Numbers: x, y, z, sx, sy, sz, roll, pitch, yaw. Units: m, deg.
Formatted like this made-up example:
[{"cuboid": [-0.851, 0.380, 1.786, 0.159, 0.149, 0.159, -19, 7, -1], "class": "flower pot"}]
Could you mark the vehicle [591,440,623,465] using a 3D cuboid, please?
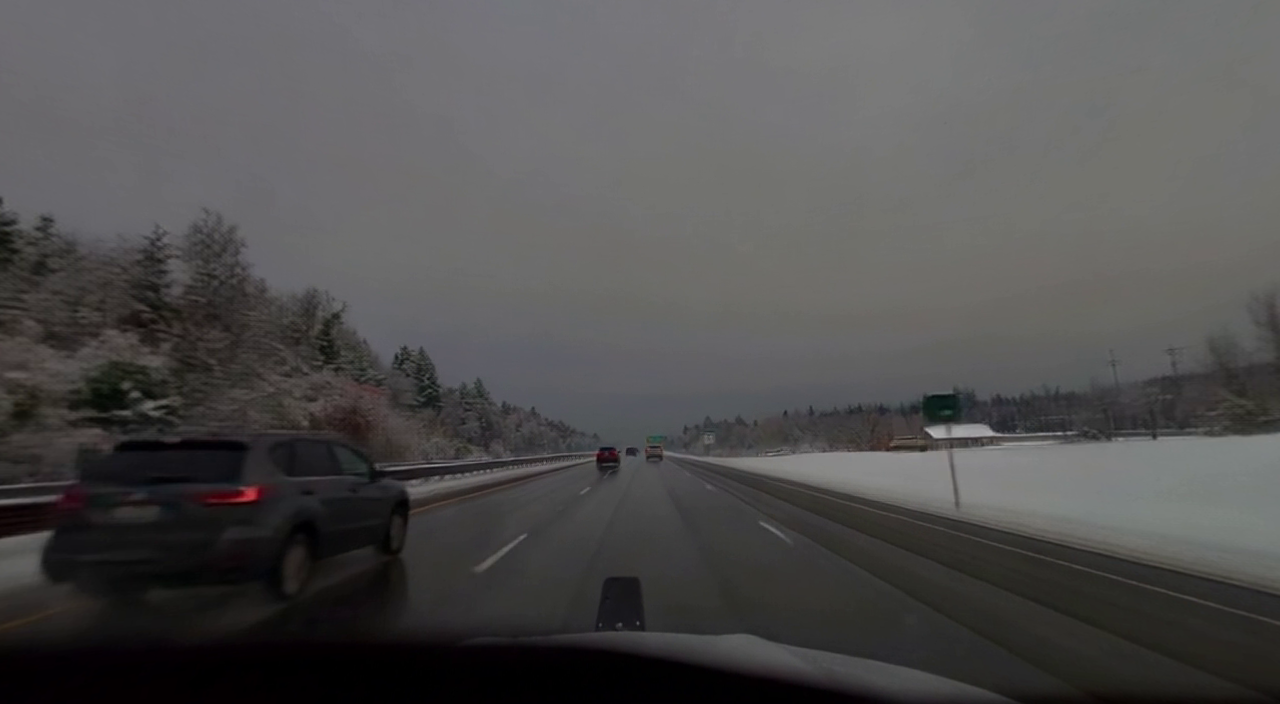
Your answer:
[{"cuboid": [-2.545, 7.866, 49.315, 2.143, 1.853, 4.123, 0, -9, 2], "class": "vehicle"}]

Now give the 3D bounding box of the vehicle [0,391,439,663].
[{"cuboid": [-3.680, 1.380, 6.038, 2.037, 1.638, 4.274, 0, -9, 1], "class": "vehicle"}]
